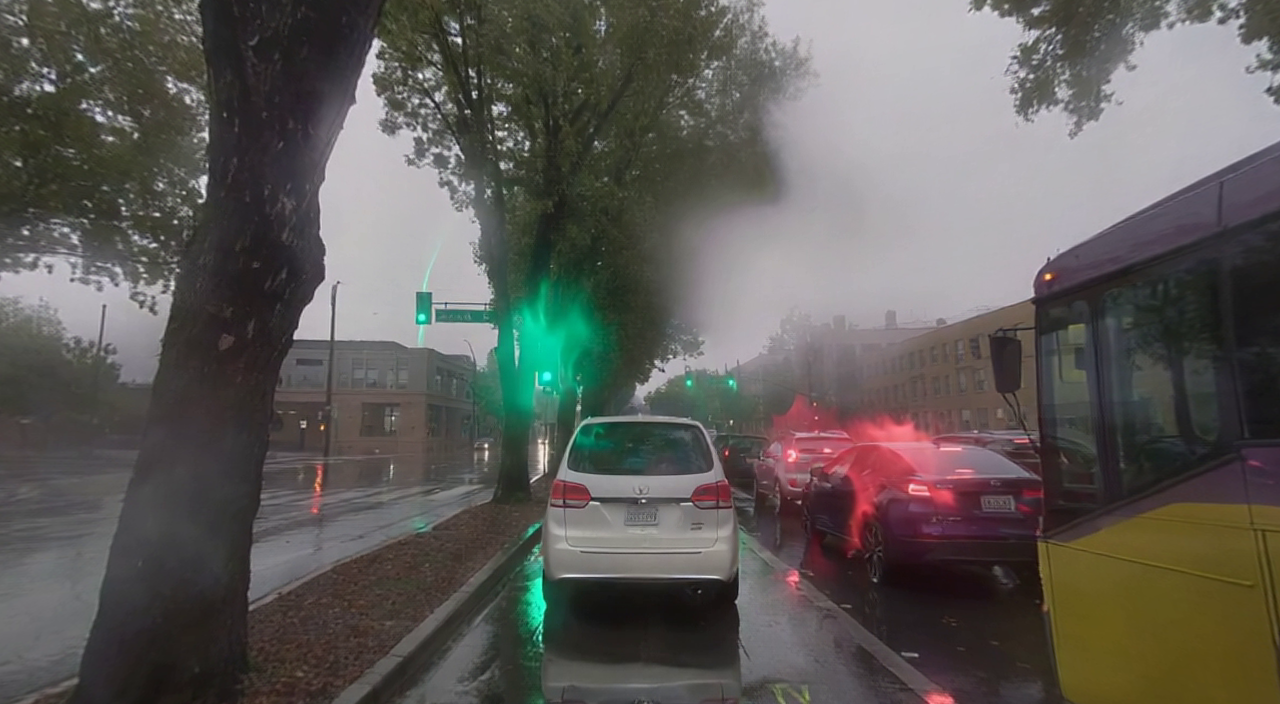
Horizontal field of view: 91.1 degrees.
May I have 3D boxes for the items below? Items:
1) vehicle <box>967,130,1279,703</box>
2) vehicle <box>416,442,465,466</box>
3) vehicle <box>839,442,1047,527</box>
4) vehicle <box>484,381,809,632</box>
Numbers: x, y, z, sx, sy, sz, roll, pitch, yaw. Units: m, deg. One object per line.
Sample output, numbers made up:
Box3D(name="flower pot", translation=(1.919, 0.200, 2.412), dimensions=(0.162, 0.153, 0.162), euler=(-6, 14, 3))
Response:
Box3D(name="vehicle", translation=(2.622, 0.317, 0.423), dimensions=(2.037, 2.065, 5.037), euler=(0, -8, 0))
Box3D(name="vehicle", translation=(-15.498, 7.901, 48.700), dimensions=(1.924, 1.720, 4.097), euler=(8, -12, -44))
Box3D(name="vehicle", translation=(5.993, 2.637, 13.221), dimensions=(1.987, 1.457, 4.675), euler=(0, -8, -1))
Box3D(name="vehicle", translation=(0.023, 1.475, 7.006), dimensions=(2.381, 1.842, 4.603), euler=(0, -8, -1))
